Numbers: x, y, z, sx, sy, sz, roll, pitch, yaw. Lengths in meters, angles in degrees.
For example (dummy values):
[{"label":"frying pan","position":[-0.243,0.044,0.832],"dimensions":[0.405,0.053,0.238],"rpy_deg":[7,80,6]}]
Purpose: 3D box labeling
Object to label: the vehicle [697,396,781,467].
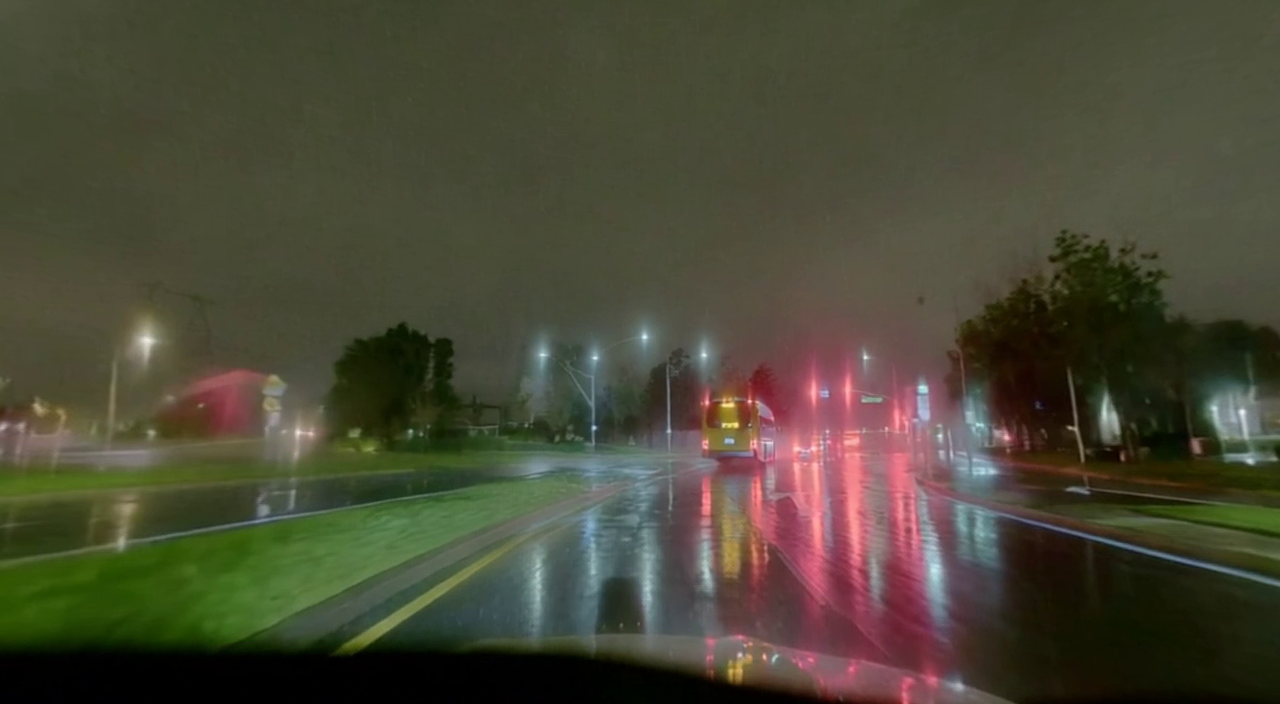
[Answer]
[{"label":"vehicle","position":[6.026,4.696,36.317],"dimensions":[3.031,3.429,11.005],"rpy_deg":[-3,-9,18]}]
